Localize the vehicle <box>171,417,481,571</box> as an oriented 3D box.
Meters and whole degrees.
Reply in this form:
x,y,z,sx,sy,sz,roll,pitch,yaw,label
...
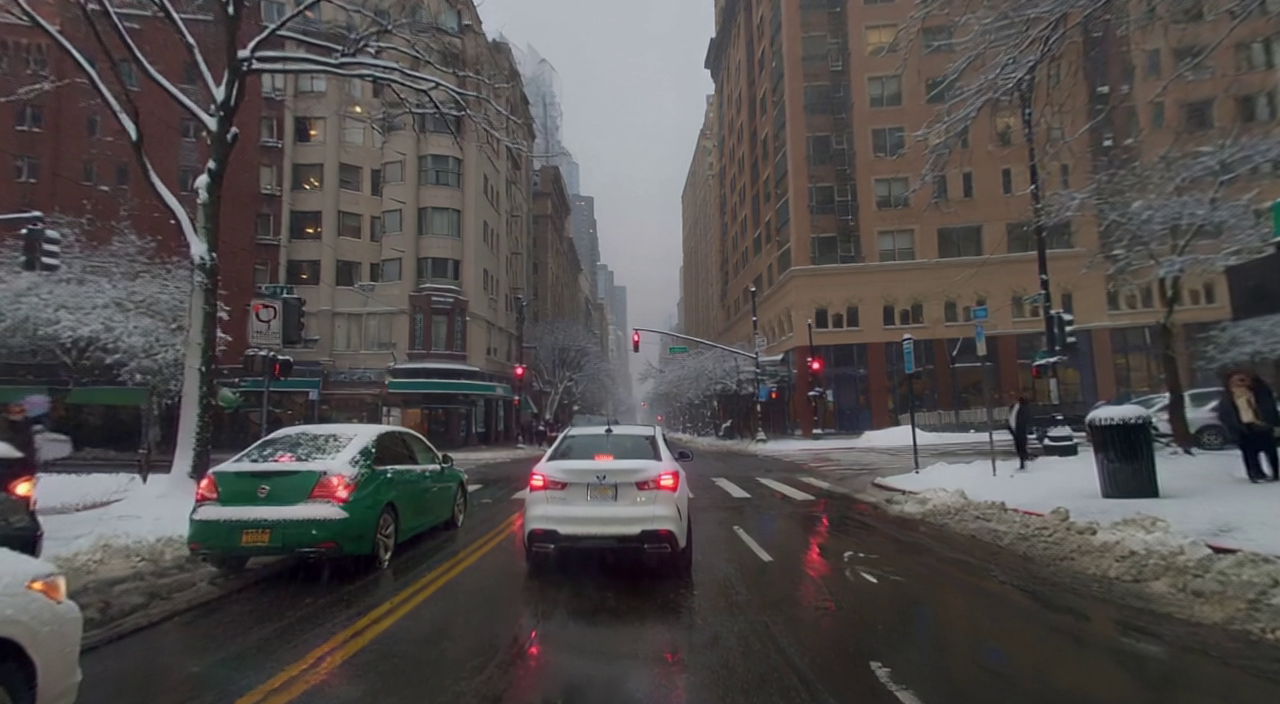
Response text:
x,y,z,sx,sy,sz,roll,pitch,yaw,label
-3.689,1.742,8.514,1.934,1.522,4.287,0,-8,0,vehicle

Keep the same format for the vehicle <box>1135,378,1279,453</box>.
x,y,z,sx,sy,sz,roll,pitch,yaw,label
21.623,2.361,22.890,5.863,2.493,2.354,2,-9,-12,vehicle

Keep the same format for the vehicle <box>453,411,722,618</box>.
x,y,z,sx,sy,sz,roll,pitch,yaw,label
-0.409,1.502,6.733,1.999,1.520,3.896,0,-8,-1,vehicle

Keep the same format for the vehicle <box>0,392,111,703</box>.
x,y,z,sx,sy,sz,roll,pitch,yaw,label
-3.907,0.704,1.173,1.995,1.524,4.438,0,-8,0,vehicle
